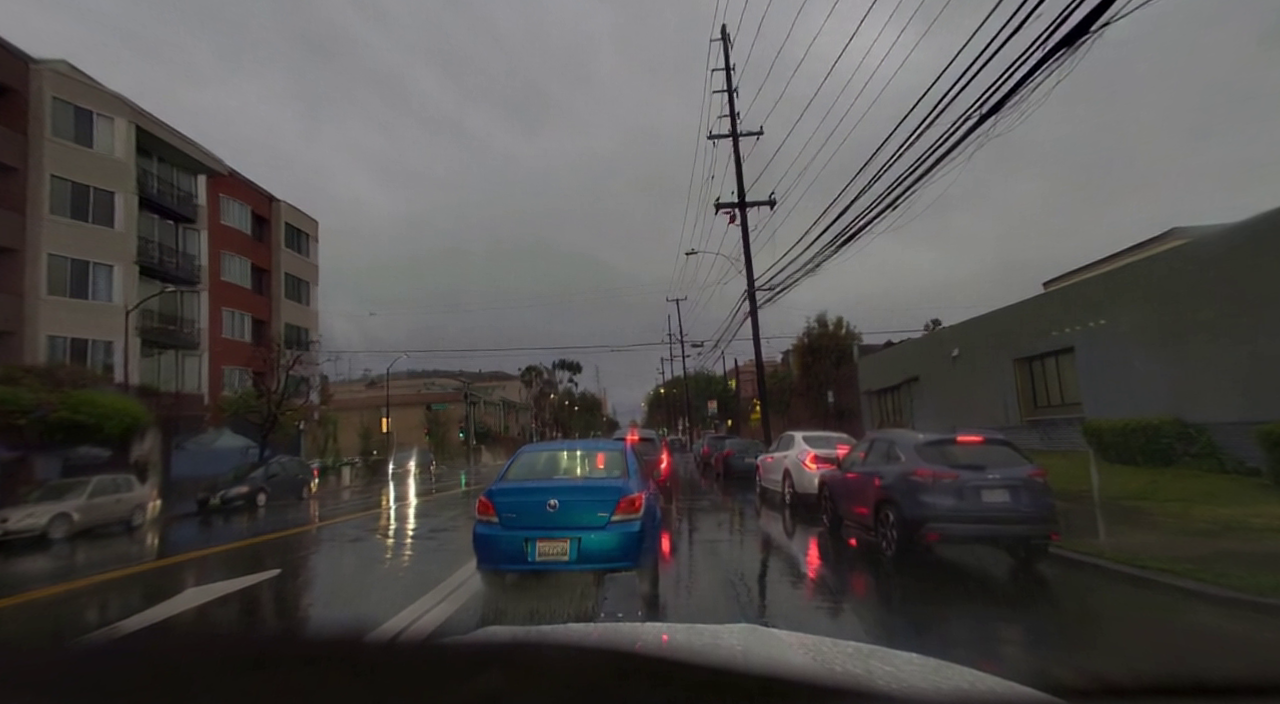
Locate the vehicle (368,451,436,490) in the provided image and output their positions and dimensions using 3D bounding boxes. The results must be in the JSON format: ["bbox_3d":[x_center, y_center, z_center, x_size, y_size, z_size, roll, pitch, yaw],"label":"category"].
[{"bbox_3d":[-11.930,5.919,31.927,2.011,1.687,4.079,-3,-8,-2],"label":"vehicle"}]

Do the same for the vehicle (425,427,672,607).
[{"bbox_3d":[-0.726,1.696,7.531,2.019,1.453,4.603,0,-8,1],"label":"vehicle"}]

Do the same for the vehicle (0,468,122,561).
[{"bbox_3d":[-11.913,2.902,11.003,1.850,1.487,4.711,-3,-8,-1],"label":"vehicle"}]

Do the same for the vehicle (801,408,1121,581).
[{"bbox_3d":[3.792,1.757,8.607,1.967,1.721,4.410,0,-9,-1],"label":"vehicle"}]

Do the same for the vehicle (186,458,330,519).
[{"bbox_3d":[-11.862,4.228,20.048,1.868,1.491,4.367,-4,-9,0],"label":"vehicle"}]
